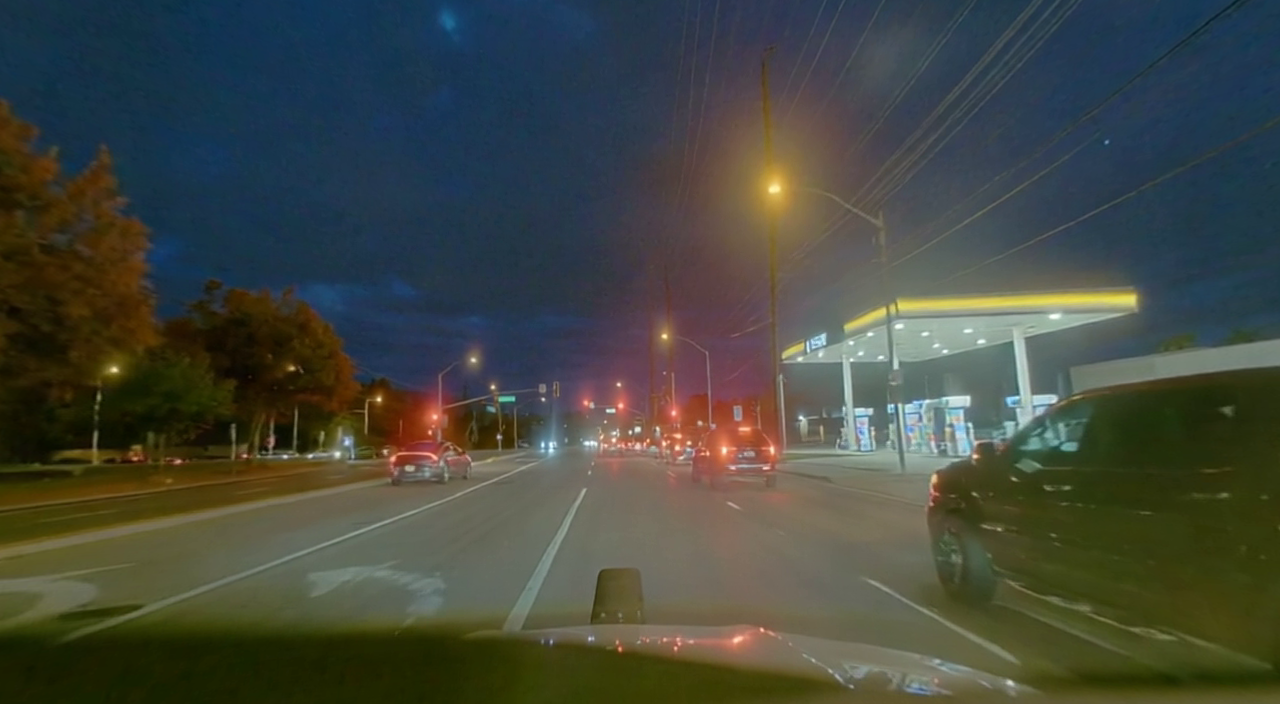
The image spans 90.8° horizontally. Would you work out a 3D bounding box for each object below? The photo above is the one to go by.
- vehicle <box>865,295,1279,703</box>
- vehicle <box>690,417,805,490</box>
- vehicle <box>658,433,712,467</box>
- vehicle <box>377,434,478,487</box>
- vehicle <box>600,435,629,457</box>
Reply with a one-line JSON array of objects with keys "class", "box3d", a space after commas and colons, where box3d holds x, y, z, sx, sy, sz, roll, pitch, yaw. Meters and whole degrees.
[{"class": "vehicle", "box3d": [3.628, 0.860, 3.519, 2.582, 1.810, 5.315, 0, -8, -2]}, {"class": "vehicle", "box3d": [2.942, 2.952, 18.623, 2.124, 1.824, 4.973, 0, -8, -5]}, {"class": "vehicle", "box3d": [2.073, 4.692, 30.394, 1.945, 1.470, 4.363, 0, -8, -5]}, {"class": "vehicle", "box3d": [-6.656, 3.419, 20.298, 2.075, 1.470, 4.190, 0, -8, -5]}, {"class": "vehicle", "box3d": [-1.905, 6.858, 46.088, 2.065, 1.484, 3.894, 0, -8, -4]}]
